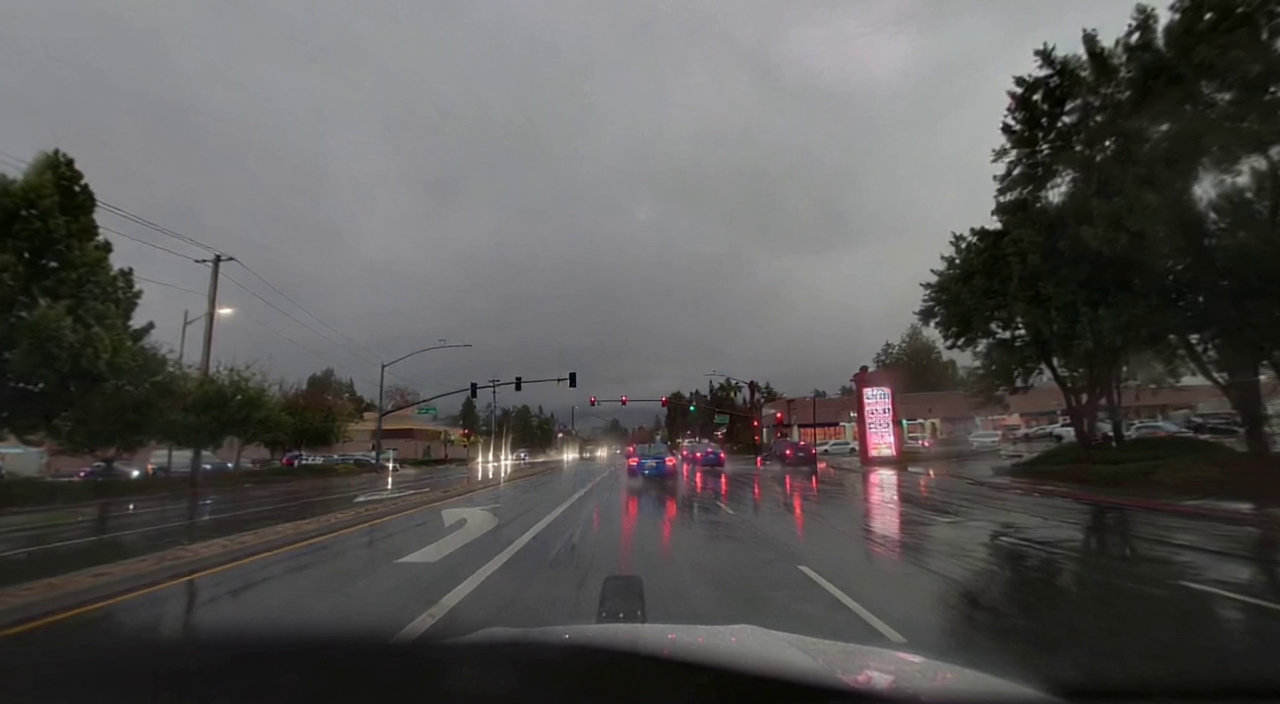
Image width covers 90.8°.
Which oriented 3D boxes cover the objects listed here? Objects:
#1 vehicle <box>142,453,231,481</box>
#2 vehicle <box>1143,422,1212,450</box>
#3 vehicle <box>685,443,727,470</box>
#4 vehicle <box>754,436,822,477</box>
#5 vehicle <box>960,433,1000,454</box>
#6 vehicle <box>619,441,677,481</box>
[{"bbox_3d":[-31.129,7.879,43.457,4.471,1.829,2.071,0,-9,-2],"label":"vehicle"},{"bbox_3d":[29.470,4.673,34.772,1.951,1.443,4.614,-5,-10,29],"label":"vehicle"},{"bbox_3d":[3.769,6.053,36.890,1.889,1.473,4.643,0,-9,-1],"label":"vehicle"},{"bbox_3d":[6.652,4.746,28.928,2.009,1.700,4.275,0,-9,-1],"label":"vehicle"},{"bbox_3d":[26.125,7.013,48.425,2.222,1.538,4.817,-6,-10,32],"label":"vehicle"},{"bbox_3d":[0.295,4.356,25.511,2.135,1.468,4.076,0,-8,0],"label":"vehicle"}]
